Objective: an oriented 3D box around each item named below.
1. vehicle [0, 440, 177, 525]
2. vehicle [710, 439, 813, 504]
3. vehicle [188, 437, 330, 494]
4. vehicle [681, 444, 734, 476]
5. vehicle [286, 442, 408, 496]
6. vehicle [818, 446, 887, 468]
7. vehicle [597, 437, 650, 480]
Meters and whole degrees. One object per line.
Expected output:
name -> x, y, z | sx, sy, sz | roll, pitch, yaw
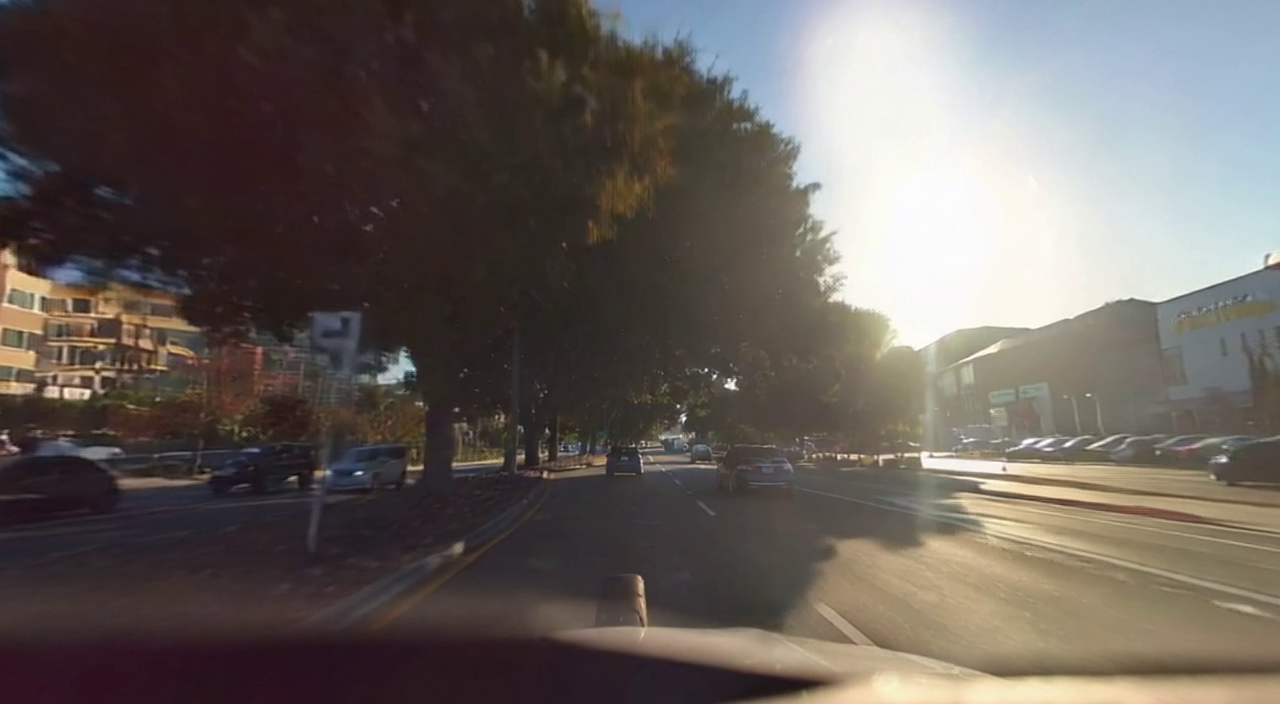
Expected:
vehicle -> -12.296, 2.595, 13.070 | 2.048, 1.470, 4.514 | -1, -8, -1
vehicle -> 3.033, 3.066, 16.569 | 1.852, 1.498, 3.825 | 0, -9, -1
vehicle -> -12.624, 3.754, 21.363 | 2.002, 1.686, 4.477 | -1, -8, 0
vehicle -> 3.306, 5.374, 31.730 | 2.098, 1.456, 4.372 | 0, -9, -1
vehicle -> -8.963, 3.595, 19.781 | 1.849, 1.506, 4.060 | 0, -9, 0
vehicle -> 16.463, 8.101, 48.993 | 4.517, 1.491, 2.056 | -1, -9, -7
vehicle -> -0.669, 4.512, 26.918 | 2.101, 1.694, 3.979 | 0, -9, 0
